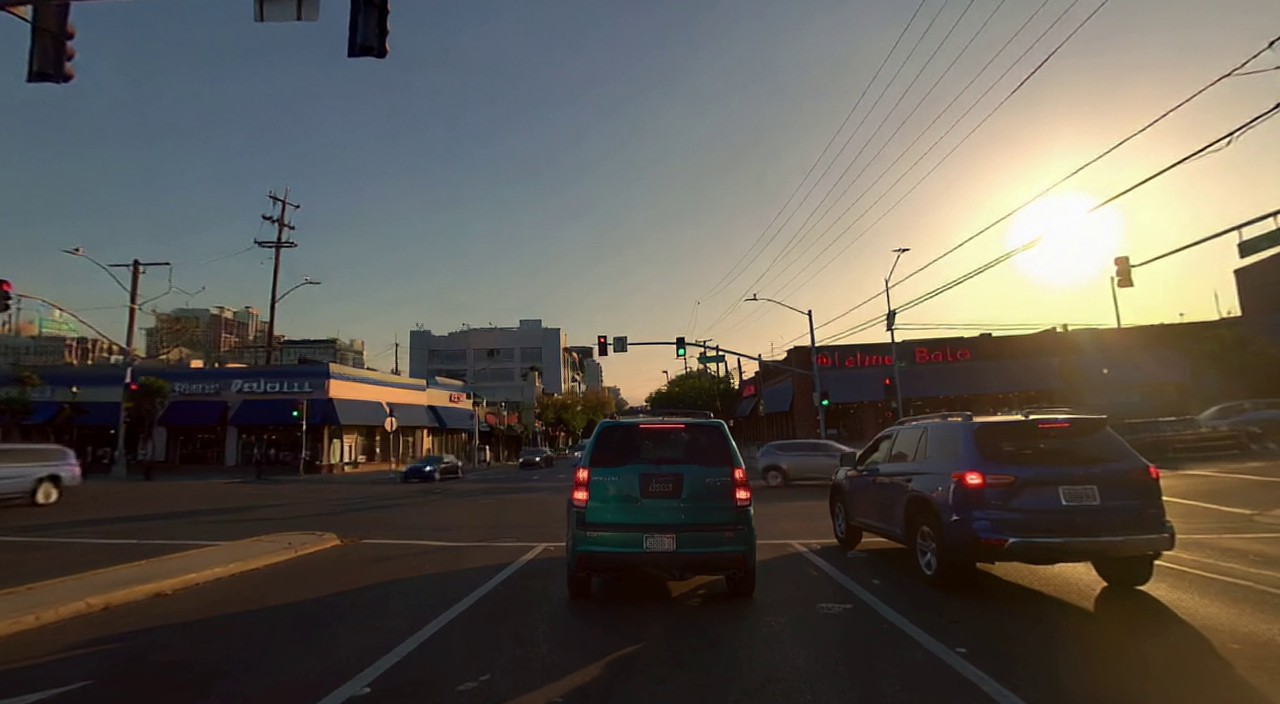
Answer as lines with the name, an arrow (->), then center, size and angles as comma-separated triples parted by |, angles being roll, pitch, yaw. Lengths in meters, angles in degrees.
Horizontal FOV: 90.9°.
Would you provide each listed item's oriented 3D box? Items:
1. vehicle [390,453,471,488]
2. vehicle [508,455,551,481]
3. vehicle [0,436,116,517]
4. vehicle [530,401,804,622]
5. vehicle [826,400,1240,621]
vehicle -> -9.863, 5.617, 30.138 | 1.911, 1.461, 4.691 | -1, -8, 5
vehicle -> -8.457, 8.940, 48.766 | 2.029, 1.776, 4.711 | -1, -8, 6
vehicle -> -14.831, 2.784, 14.161 | 1.936, 1.740, 4.647 | -1, -8, 3
vehicle -> 0.257, 1.511, 6.827 | 2.098, 1.682, 3.778 | 0, -8, 2
vehicle -> 3.613, 1.517, 6.973 | 1.976, 1.664, 4.189 | -1, -8, 2
